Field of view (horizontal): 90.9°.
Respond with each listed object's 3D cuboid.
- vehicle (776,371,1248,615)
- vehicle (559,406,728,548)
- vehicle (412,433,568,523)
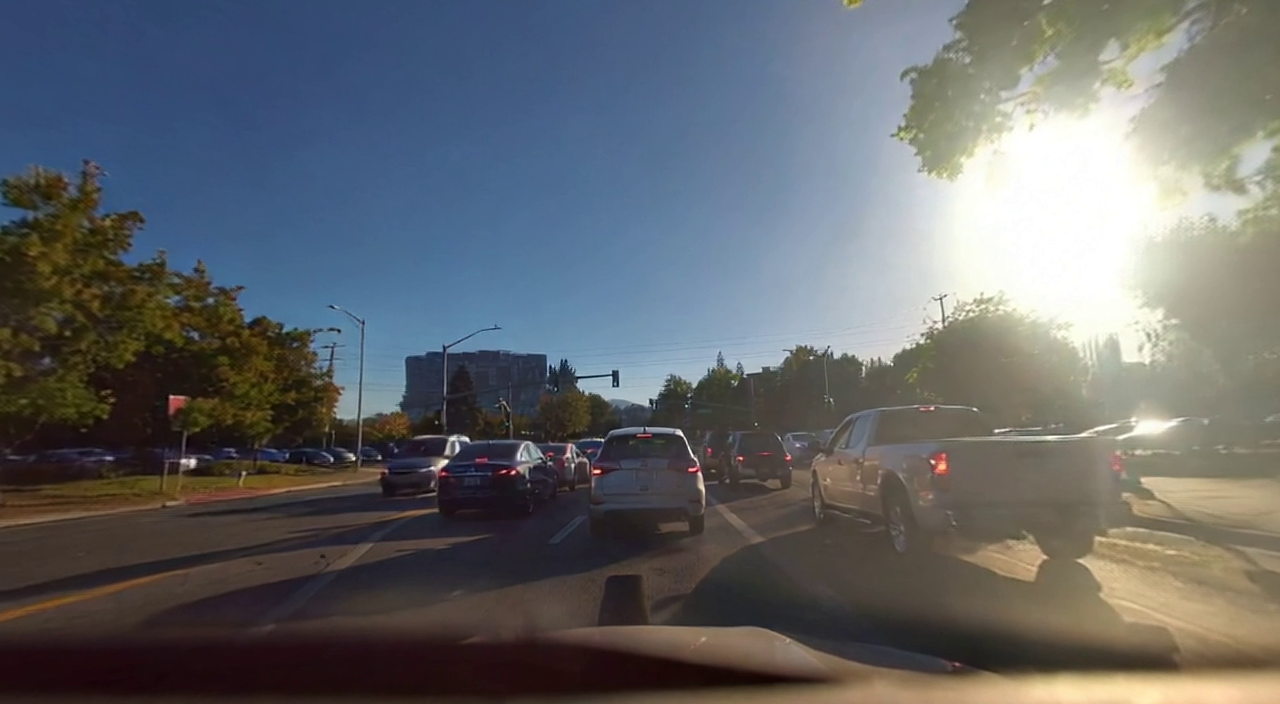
[{"bbox_3d":[3.482,1.509,7.861,2.317,1.857,5.940,0,-8,1],"label":"vehicle"},{"bbox_3d":[0.106,1.862,9.942,2.113,1.768,3.901,0,-8,2],"label":"vehicle"},{"bbox_3d":[-2.761,2.431,12.751,2.023,1.494,4.259,0,-8,1],"label":"vehicle"}]
